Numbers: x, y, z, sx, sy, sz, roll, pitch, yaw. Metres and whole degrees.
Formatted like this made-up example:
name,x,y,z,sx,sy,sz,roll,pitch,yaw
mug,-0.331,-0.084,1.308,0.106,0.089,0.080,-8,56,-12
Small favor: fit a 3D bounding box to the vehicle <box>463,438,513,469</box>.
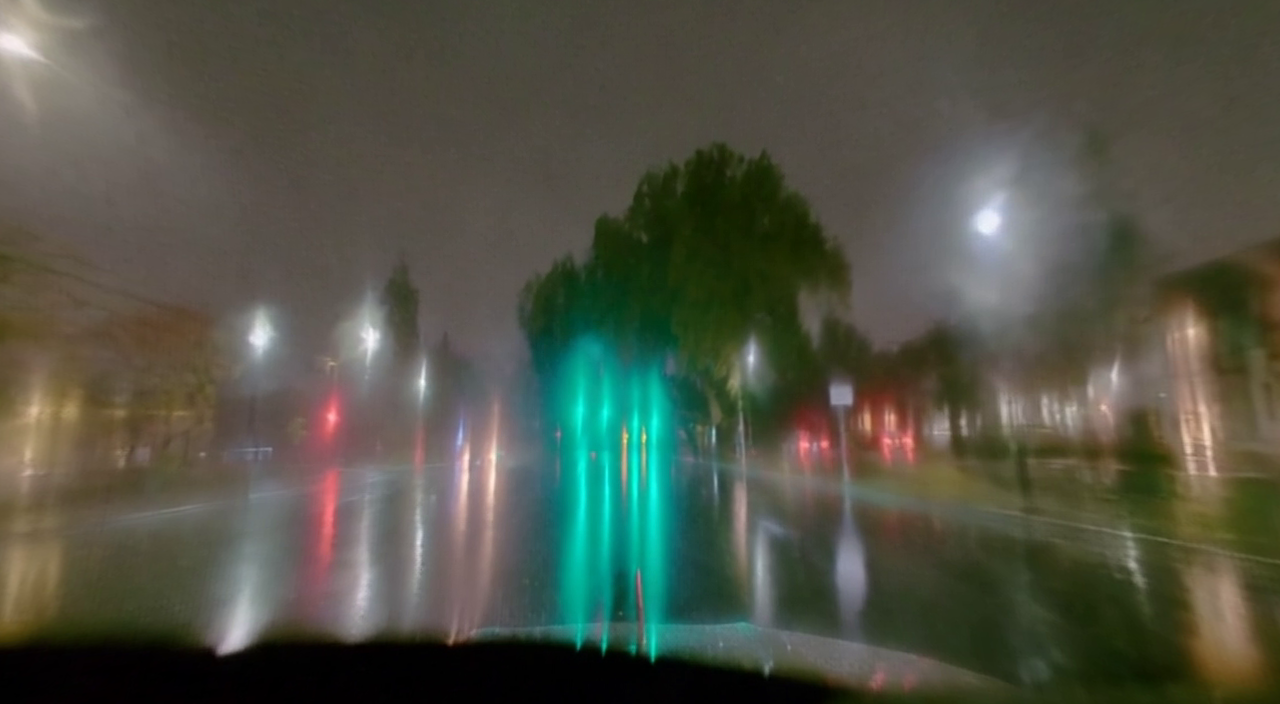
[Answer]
name,x,y,z,sx,sy,sz,roll,pitch,yaw
vehicle,-9.295,6.224,38.922,2.175,1.796,4.605,0,-8,-3
